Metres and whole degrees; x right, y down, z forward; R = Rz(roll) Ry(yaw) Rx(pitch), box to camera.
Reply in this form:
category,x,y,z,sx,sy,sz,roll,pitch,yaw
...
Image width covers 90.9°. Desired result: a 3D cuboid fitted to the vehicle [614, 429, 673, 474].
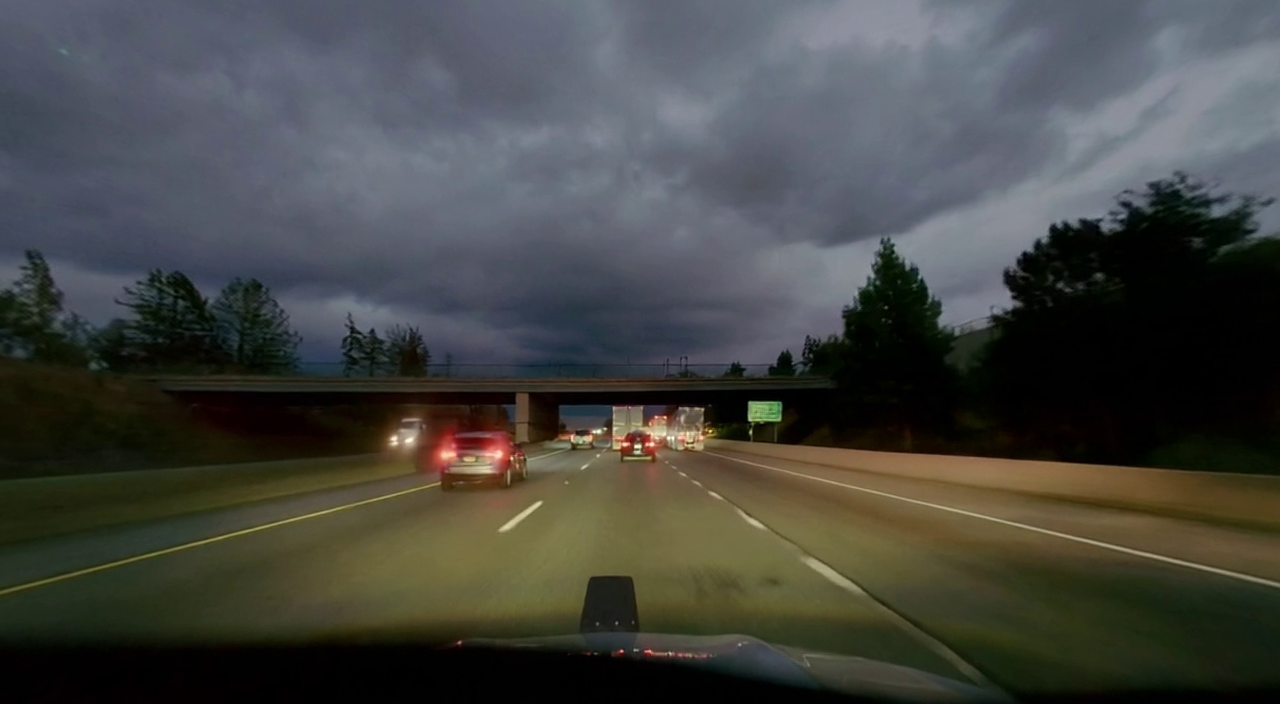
category,x,y,z,sx,sy,sz,roll,pitch,yaw
vehicle,0.071,3.711,23.710,2.059,1.522,3.693,0,-8,-2

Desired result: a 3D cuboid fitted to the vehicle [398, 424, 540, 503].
category,x,y,z,sx,sy,sz,roll,pitch,yaw
vehicle,-3.715,2.500,14.700,1.979,1.527,4.754,0,-8,0
